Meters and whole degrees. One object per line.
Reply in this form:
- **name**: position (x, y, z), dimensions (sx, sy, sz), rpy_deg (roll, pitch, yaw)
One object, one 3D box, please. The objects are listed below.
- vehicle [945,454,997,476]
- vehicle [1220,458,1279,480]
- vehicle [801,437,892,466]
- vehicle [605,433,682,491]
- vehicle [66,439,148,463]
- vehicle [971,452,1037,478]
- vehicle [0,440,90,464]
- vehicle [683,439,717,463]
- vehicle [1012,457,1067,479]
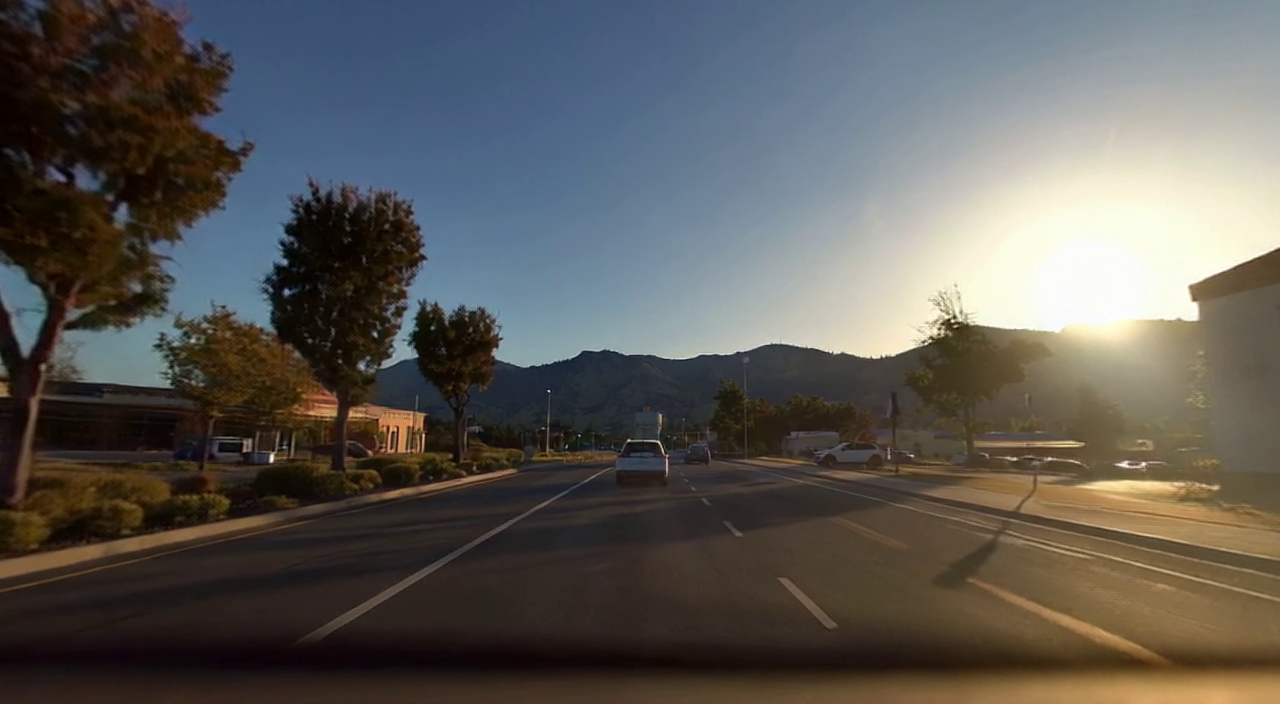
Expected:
- **vehicle**: position (24.752, 8.429, 47.056), dimensions (1.751, 1.439, 3.847), rpy_deg (0, -8, -1)
- **vehicle**: position (46.641, 8.802, 47.456), dimensions (1.891, 1.495, 4.028), rpy_deg (0, -9, 4)
- **vehicle**: position (12.632, 6.103, 38.660), dimensions (4.887, 1.734, 2.014), rpy_deg (0, -8, 2)
- **vehicle**: position (0.112, 3.455, 20.000), dimensions (2.193, 1.651, 3.946), rpy_deg (0, -8, 0)
- **vehicle**: position (-35.668, 6.610, 42.134), dimensions (3.714, 1.510, 1.917), rpy_deg (4, -9, -23)
- **vehicle**: position (27.325, 8.446, 47.268), dimensions (2.108, 1.735, 4.476), rpy_deg (1, -8, -3)
- **vehicle**: position (-36.591, 6.137, 38.635), dimensions (3.640, 1.447, 1.788), rpy_deg (4, -9, -26)
- **vehicle**: position (4.376, 7.327, 46.477), dimensions (2.088, 1.655, 4.360), rpy_deg (0, -8, 0)
- **vehicle**: position (30.167, 8.753, 47.501), dimensions (1.745, 1.464, 3.716), rpy_deg (0, -8, 0)
